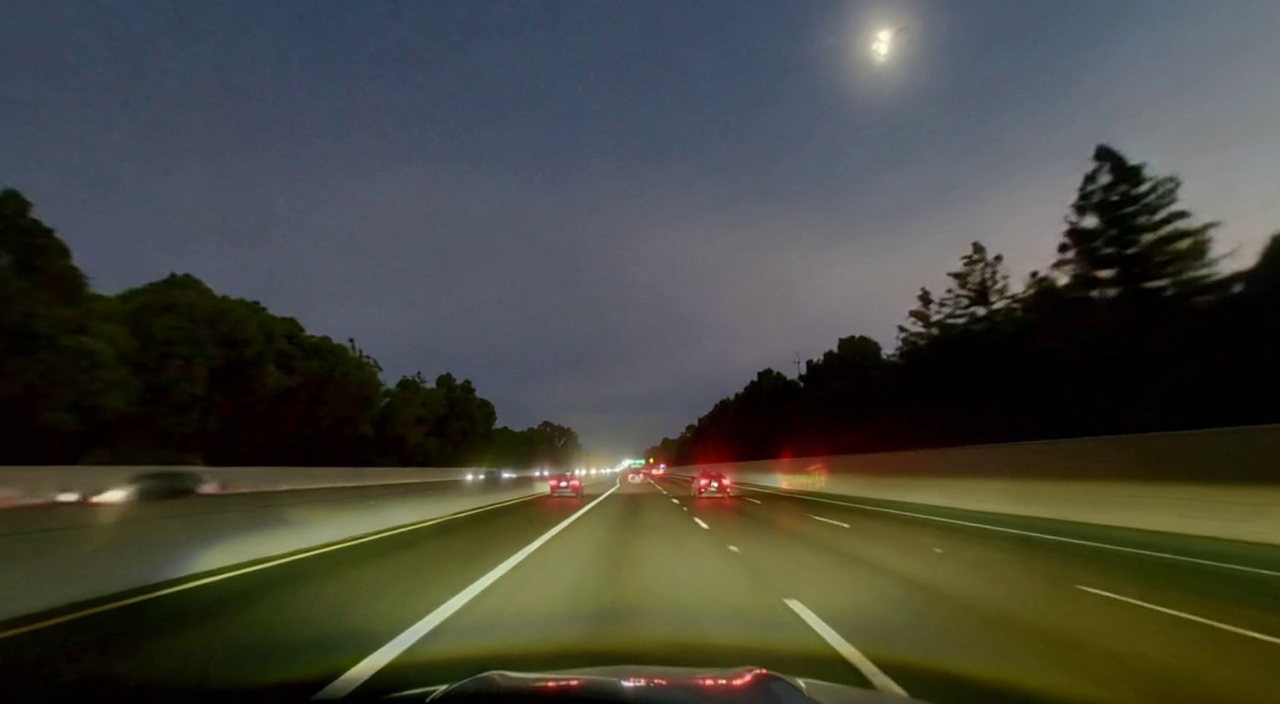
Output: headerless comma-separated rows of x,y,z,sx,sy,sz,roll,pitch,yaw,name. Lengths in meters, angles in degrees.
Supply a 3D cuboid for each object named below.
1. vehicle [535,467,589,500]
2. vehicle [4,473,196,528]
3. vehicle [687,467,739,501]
-3.762,6.451,31.194,2.004,1.468,4.812,0,-11,0,vehicle
-16.176,4.443,19.289,1.811,1.427,4.503,0,-11,1,vehicle
3.521,6.464,31.010,1.981,1.516,4.109,1,-11,-1,vehicle
